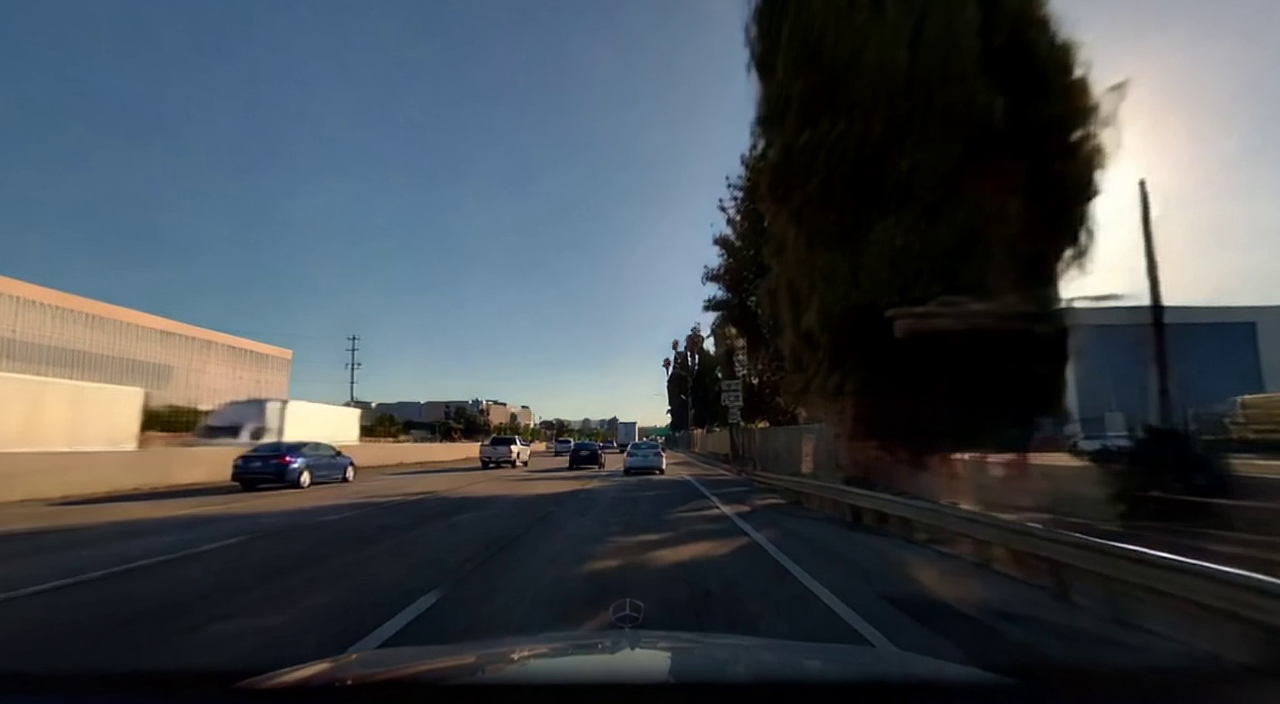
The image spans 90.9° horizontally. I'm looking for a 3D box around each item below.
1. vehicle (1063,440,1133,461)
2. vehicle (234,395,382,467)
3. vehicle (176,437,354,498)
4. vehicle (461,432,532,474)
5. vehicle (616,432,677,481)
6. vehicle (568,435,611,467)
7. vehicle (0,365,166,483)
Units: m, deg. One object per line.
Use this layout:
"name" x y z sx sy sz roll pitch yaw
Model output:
"vehicle" 35.369 7.598 48.880 1.855 1.490 4.704 0 -8 0
"vehicle" -19.984 5.008 39.245 2.950 3.847 11.043 0 -8 1
"vehicle" -10.443 3.231 18.158 1.910 1.501 5.004 -1 -8 2
"vehicle" -6.673 4.747 29.871 2.105 1.790 4.689 -1 -8 2
"vehicle" 0.252 3.964 24.171 2.136 1.678 4.052 0 -8 1
"vehicle" -3.006 6.001 38.393 2.108 1.832 4.549 -1 -8 2
"vehicle" -24.020 2.451 21.574 2.888 4.123 16.307 0 -8 1
